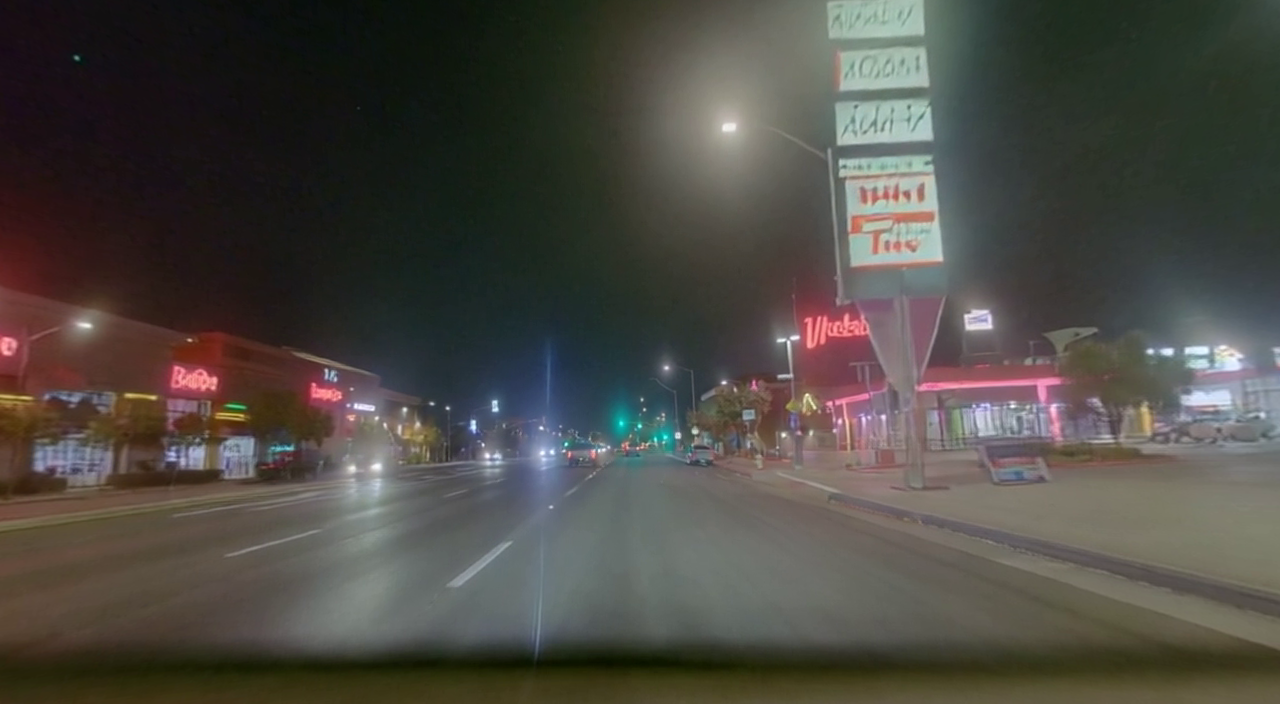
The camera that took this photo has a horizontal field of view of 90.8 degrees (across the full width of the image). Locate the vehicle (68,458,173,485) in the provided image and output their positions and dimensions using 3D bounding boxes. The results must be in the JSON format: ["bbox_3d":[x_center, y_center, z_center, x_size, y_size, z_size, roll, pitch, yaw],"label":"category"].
[{"bbox_3d":[-32.390,7.426,39.470,4.720,1.556,2.070,0,-9,1],"label":"vehicle"}]

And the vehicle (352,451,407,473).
[{"bbox_3d":[-18.535,7.817,45.153,1.990,1.500,4.467,0,-9,0],"label":"vehicle"}]

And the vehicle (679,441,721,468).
[{"bbox_3d":[3.525,6.131,37.983,1.922,1.507,4.824,0,-9,-1],"label":"vehicle"}]

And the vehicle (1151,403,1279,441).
[{"bbox_3d":[33.591,4.139,36.745,2.071,1.958,5.485,4,-10,-27],"label":"vehicle"}]

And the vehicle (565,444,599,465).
[{"bbox_3d":[-4.282,7.658,47.436,2.179,1.490,4.742,0,-9,-1],"label":"vehicle"}]

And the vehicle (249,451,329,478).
[{"bbox_3d":[-25.299,8.083,45.726,2.239,1.802,4.652,-4,-9,21],"label":"vehicle"}]
